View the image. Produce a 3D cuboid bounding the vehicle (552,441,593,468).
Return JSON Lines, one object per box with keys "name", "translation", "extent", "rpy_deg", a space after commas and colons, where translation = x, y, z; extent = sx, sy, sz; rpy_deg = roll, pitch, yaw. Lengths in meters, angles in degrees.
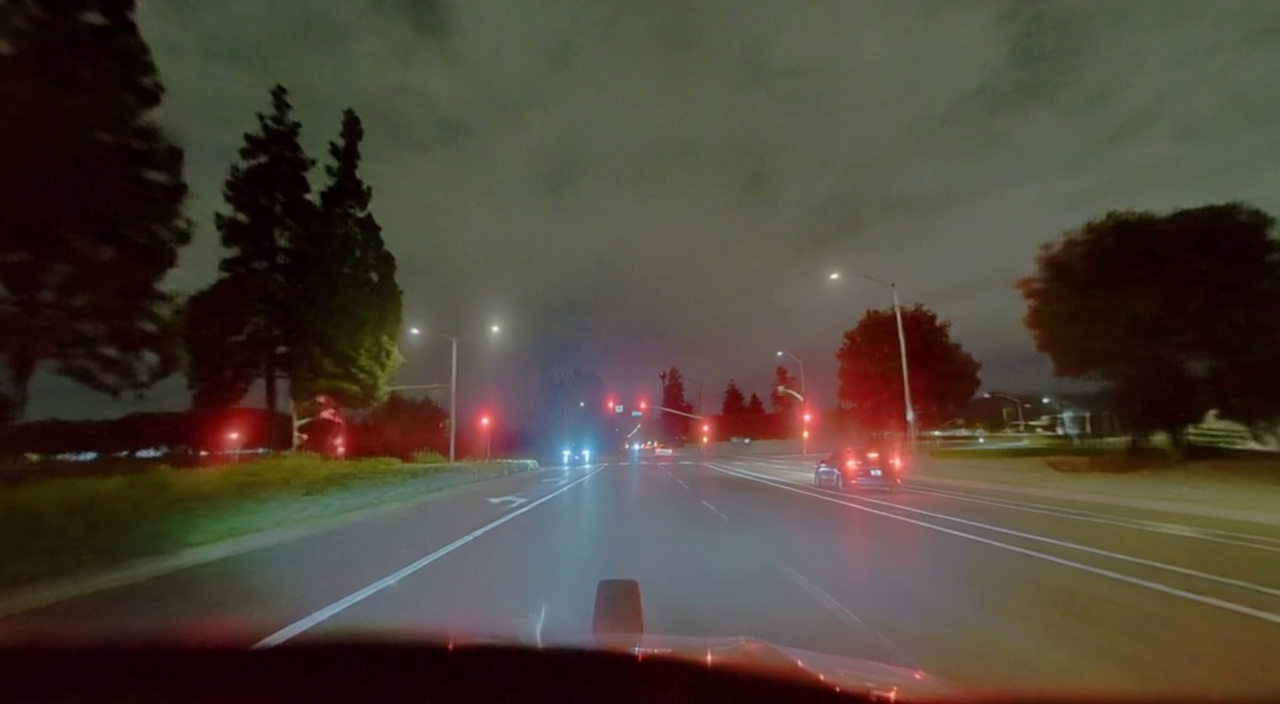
{"name": "vehicle", "translation": [-4.430, 6.807, 42.134], "extent": [2.156, 1.722, 4.484], "rpy_deg": [-1, -8, 0]}
